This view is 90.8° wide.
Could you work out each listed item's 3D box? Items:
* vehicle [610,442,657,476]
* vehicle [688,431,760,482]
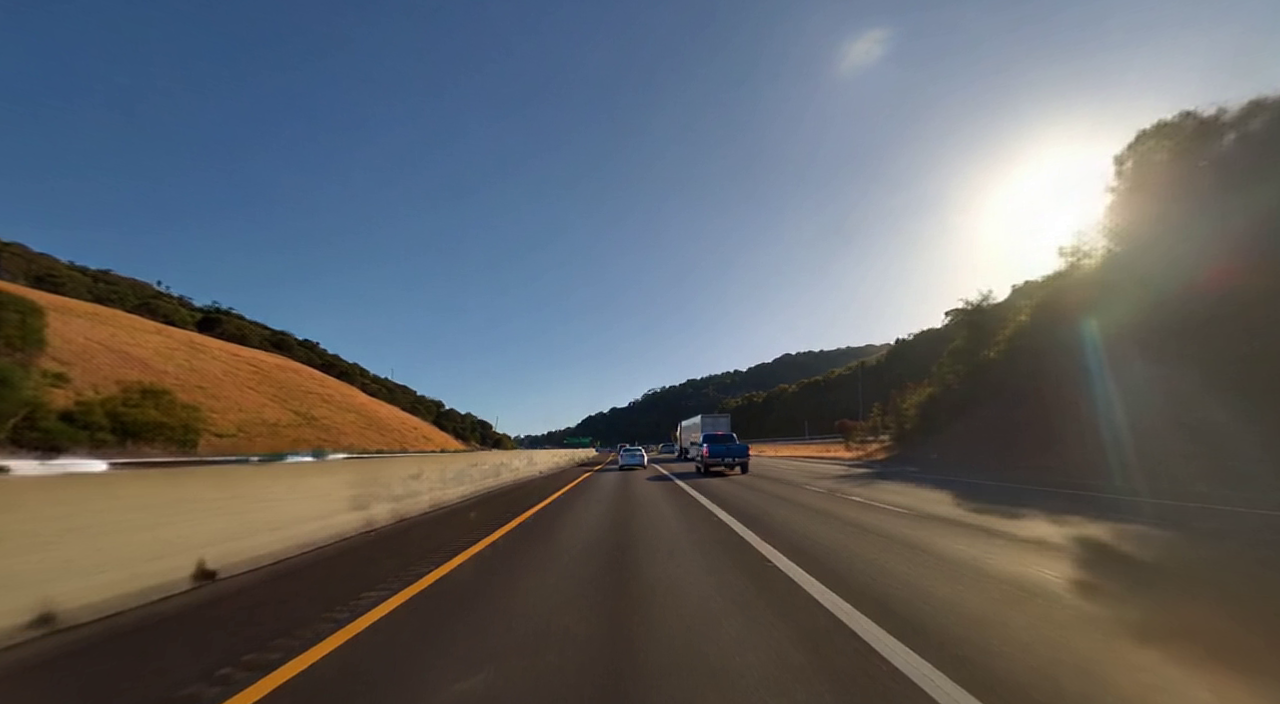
[{"bbox_3d":[-0.338,5.080,30.196,2.083,1.477,3.965,0,-8,-1],"label":"vehicle"},{"bbox_3d":[3.224,4.141,25.287,2.098,1.794,4.561,0,-8,-2],"label":"vehicle"}]
